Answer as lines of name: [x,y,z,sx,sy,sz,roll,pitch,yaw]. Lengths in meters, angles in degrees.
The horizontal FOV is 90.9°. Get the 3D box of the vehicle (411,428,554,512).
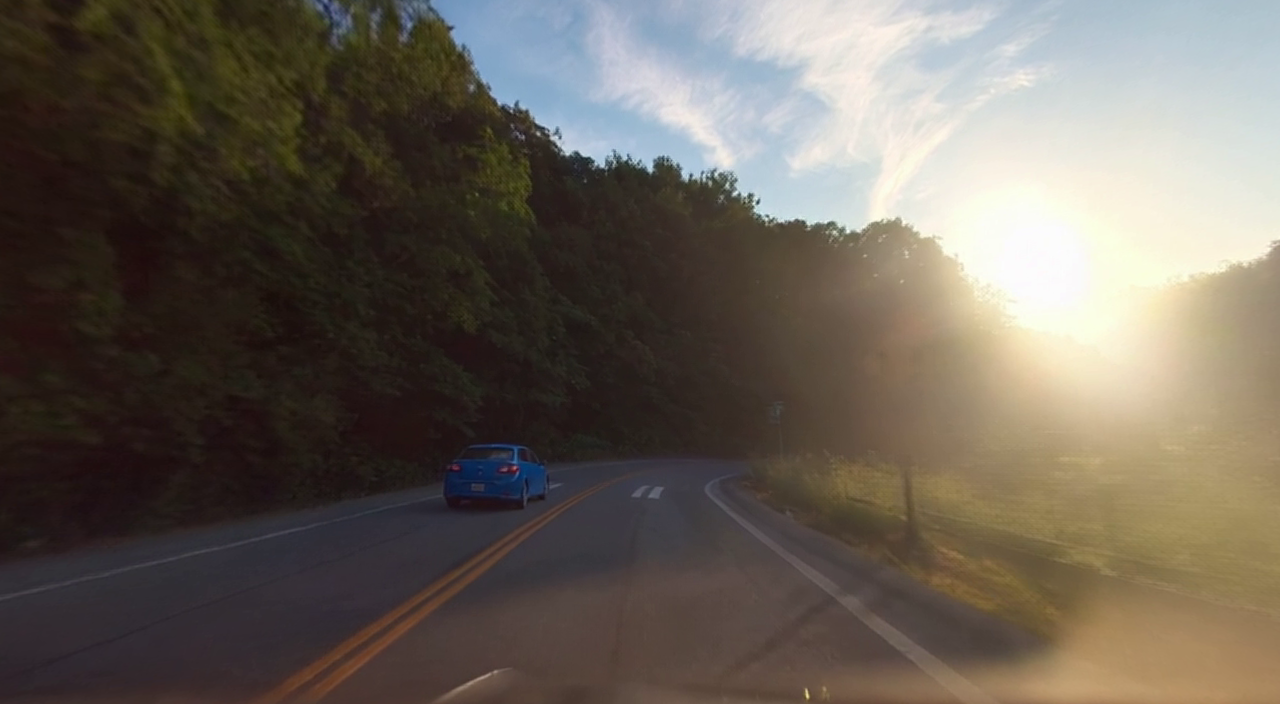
vehicle: [-3.349,2.630,14.344,2.078,1.607,3.959,-1,-9,2]
